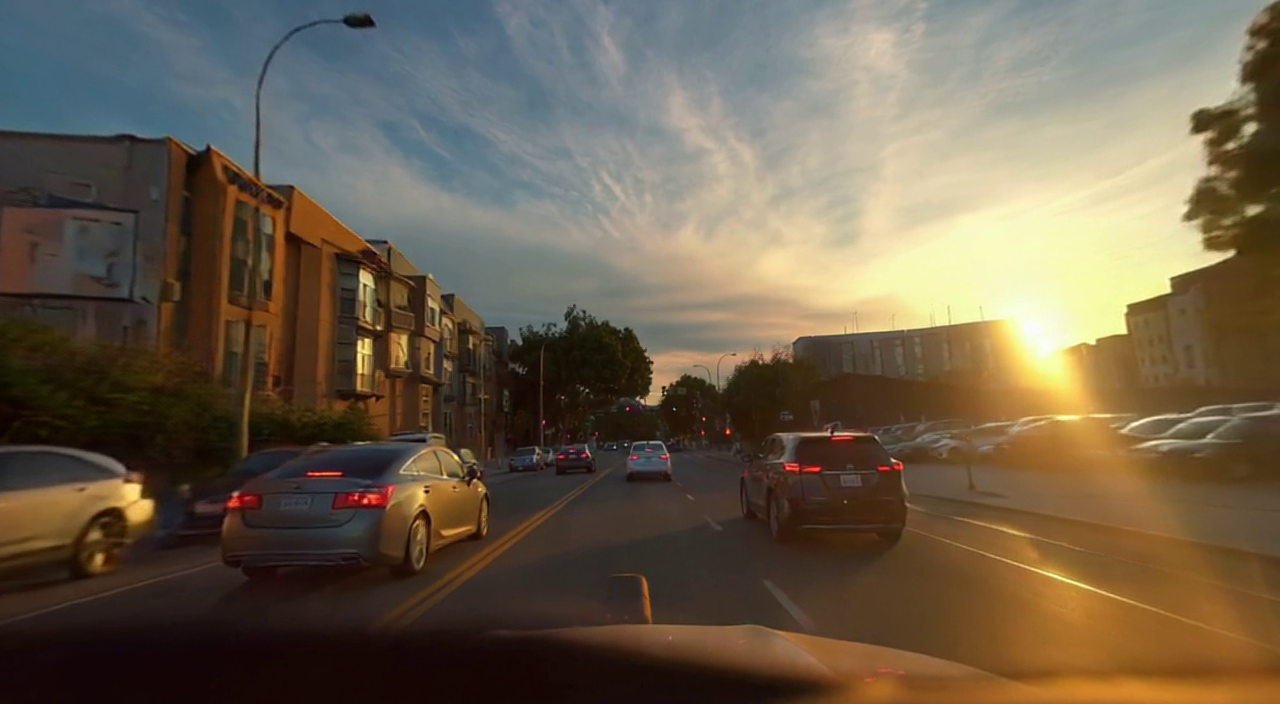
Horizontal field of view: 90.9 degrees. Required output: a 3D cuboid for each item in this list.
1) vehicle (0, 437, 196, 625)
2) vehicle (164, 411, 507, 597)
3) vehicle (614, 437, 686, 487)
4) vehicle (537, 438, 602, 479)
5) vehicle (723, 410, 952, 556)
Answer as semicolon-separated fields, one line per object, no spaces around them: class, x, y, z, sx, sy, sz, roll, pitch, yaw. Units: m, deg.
vehicle;-5.934;1.396;4.895;1.797;1.462;4.218;0;-9;2
vehicle;-3.104;1.642;7.595;2.085;1.619;3.976;0;-9;1
vehicle;0.286;3.615;20.977;2.139;1.466;4.373;0;-9;0
vehicle;-2.768;4.312;25.751;2.019;1.507;4.643;0;-9;1
vehicle;2.618;1.884;9.694;2.094;1.709;4.394;0;-9;0
